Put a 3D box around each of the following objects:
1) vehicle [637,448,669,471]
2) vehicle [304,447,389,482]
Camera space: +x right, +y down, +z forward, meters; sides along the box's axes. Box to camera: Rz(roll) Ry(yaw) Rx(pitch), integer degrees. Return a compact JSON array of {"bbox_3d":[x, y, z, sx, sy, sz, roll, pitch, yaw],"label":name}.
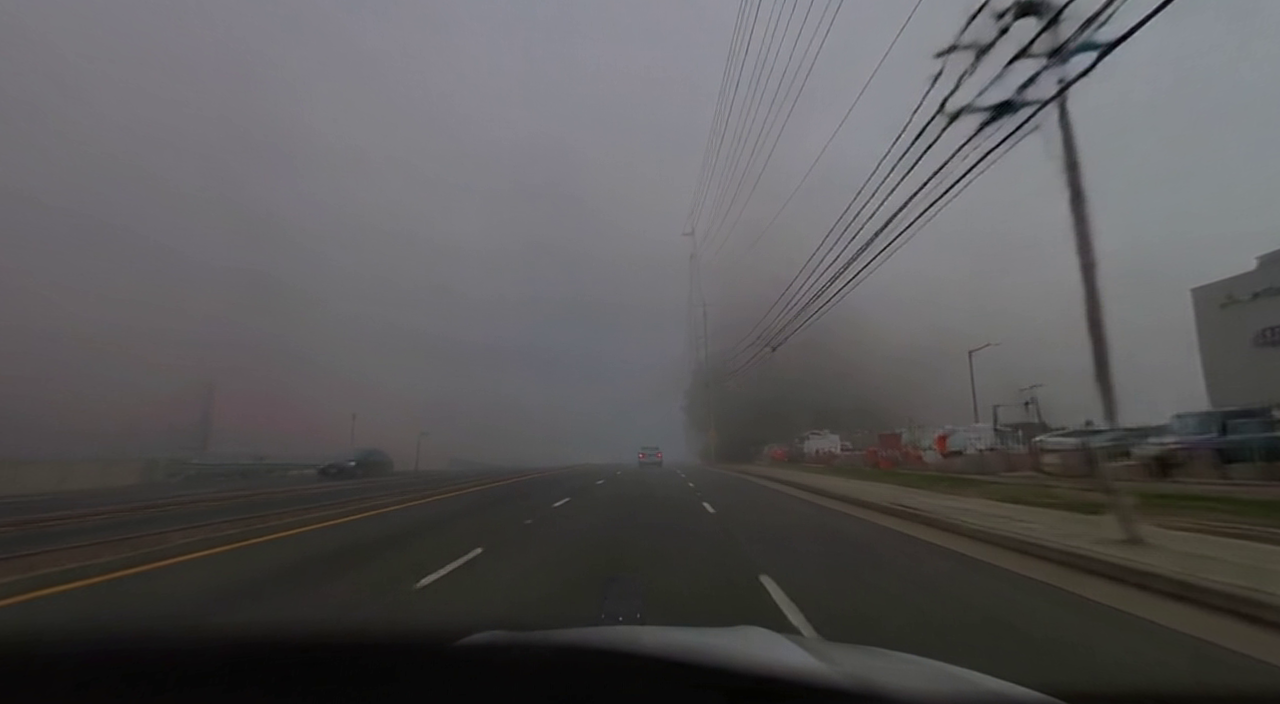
[{"bbox_3d":[0.901,7.407,43.652,2.114,1.492,4.453,0,-8,1],"label":"vehicle"},{"bbox_3d":[-13.905,5.323,30.129,1.831,1.474,4.352,0,-8,2],"label":"vehicle"}]
